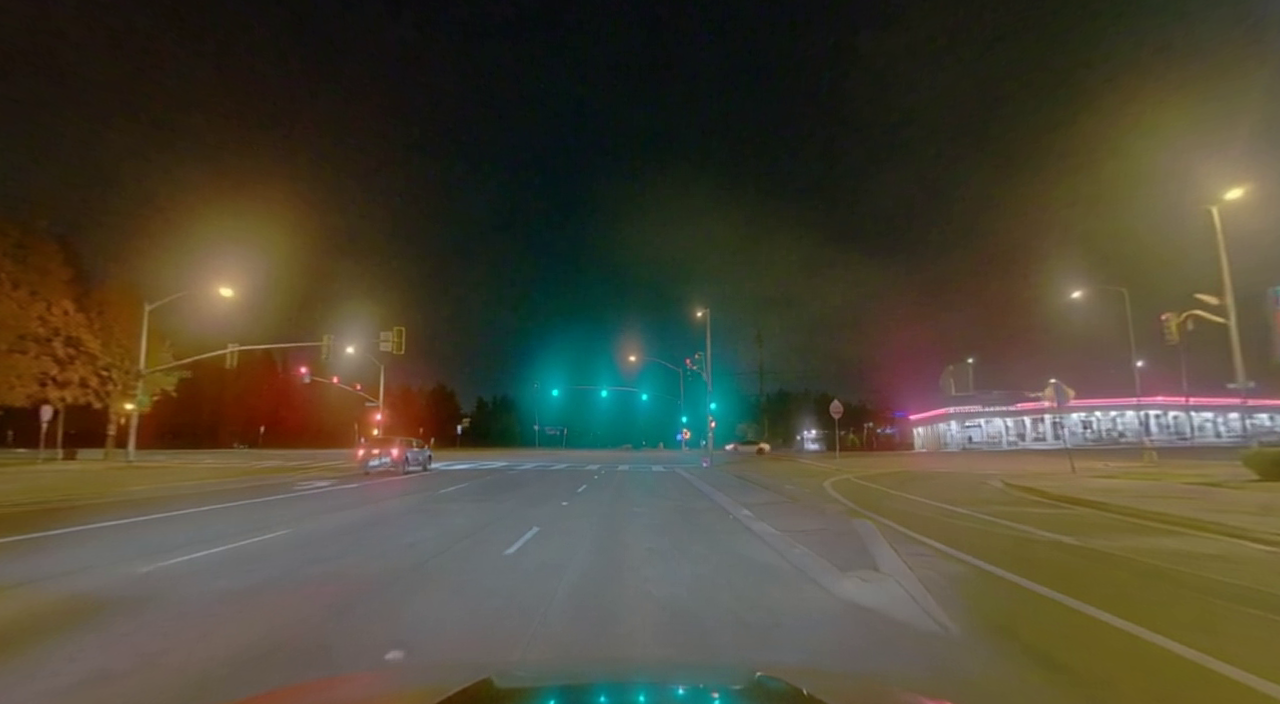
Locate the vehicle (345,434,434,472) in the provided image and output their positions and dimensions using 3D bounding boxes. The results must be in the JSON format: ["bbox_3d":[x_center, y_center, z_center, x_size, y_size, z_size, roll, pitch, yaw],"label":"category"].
[{"bbox_3d":[-10.731,4.368,27.417,1.924,1.502,4.727,0,-9,0],"label":"vehicle"}]
